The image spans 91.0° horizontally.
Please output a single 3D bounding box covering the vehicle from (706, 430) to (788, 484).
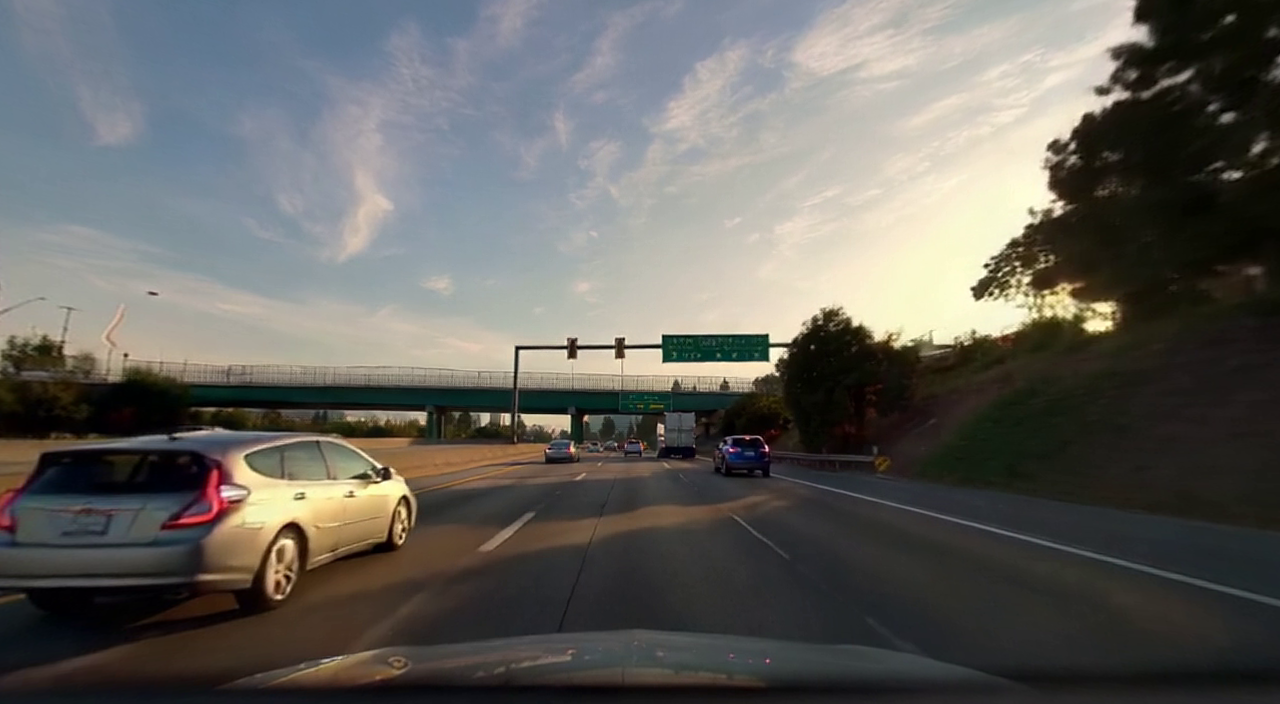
[{"bbox_3d":[3.552,3.562,21.626,2.001,1.625,4.088,0,-8,-1],"label":"vehicle"}]

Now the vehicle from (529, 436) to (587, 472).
[{"bbox_3d":[-3.581,4.537,28.308,2.064,1.479,4.370,0,-8,-1],"label":"vehicle"}]

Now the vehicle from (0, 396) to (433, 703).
[{"bbox_3d":[-3.512,1.276,5.164,2.122,1.486,4.532,0,-8,0],"label":"vehicle"}]
